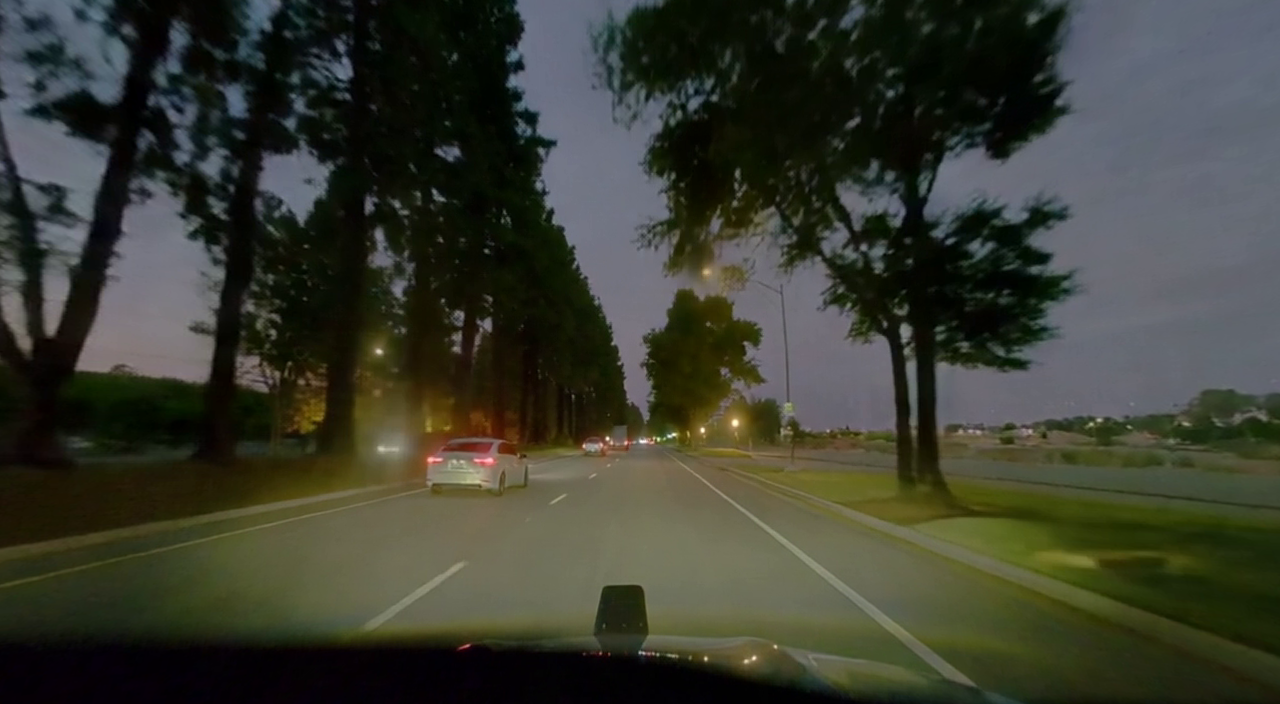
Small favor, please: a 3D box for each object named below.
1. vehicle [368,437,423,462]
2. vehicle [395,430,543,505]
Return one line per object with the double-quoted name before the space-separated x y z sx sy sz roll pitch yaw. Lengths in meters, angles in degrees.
"vehicle" -17.595 7.041 45.637 2.016 1.742 4.660 0 -8 1
"vehicle" -3.688 2.588 14.574 2.033 1.454 4.512 0 -8 2
